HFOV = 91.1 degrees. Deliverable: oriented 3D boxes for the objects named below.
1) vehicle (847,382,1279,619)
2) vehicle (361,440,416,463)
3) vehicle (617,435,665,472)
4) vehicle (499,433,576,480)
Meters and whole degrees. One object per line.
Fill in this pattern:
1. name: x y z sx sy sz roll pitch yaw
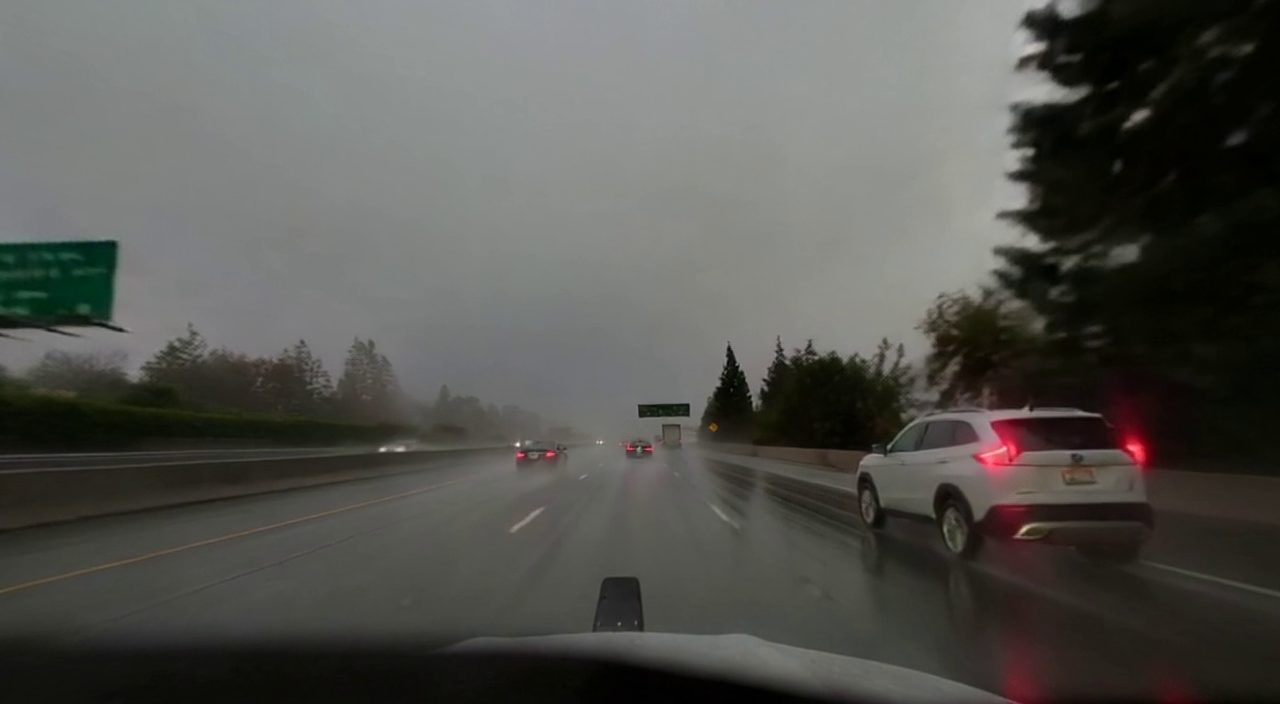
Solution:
1. vehicle: 4.043 1.380 6.782 2.025 1.707 4.279 0 -8 -2
2. vehicle: -16.785 6.667 42.136 1.959 1.466 4.156 0 -8 0
3. vehicle: 0.033 4.603 28.650 2.049 1.542 3.816 0 -8 0
4. vehicle: -3.691 3.867 23.467 2.066 1.561 4.495 0 -8 1
